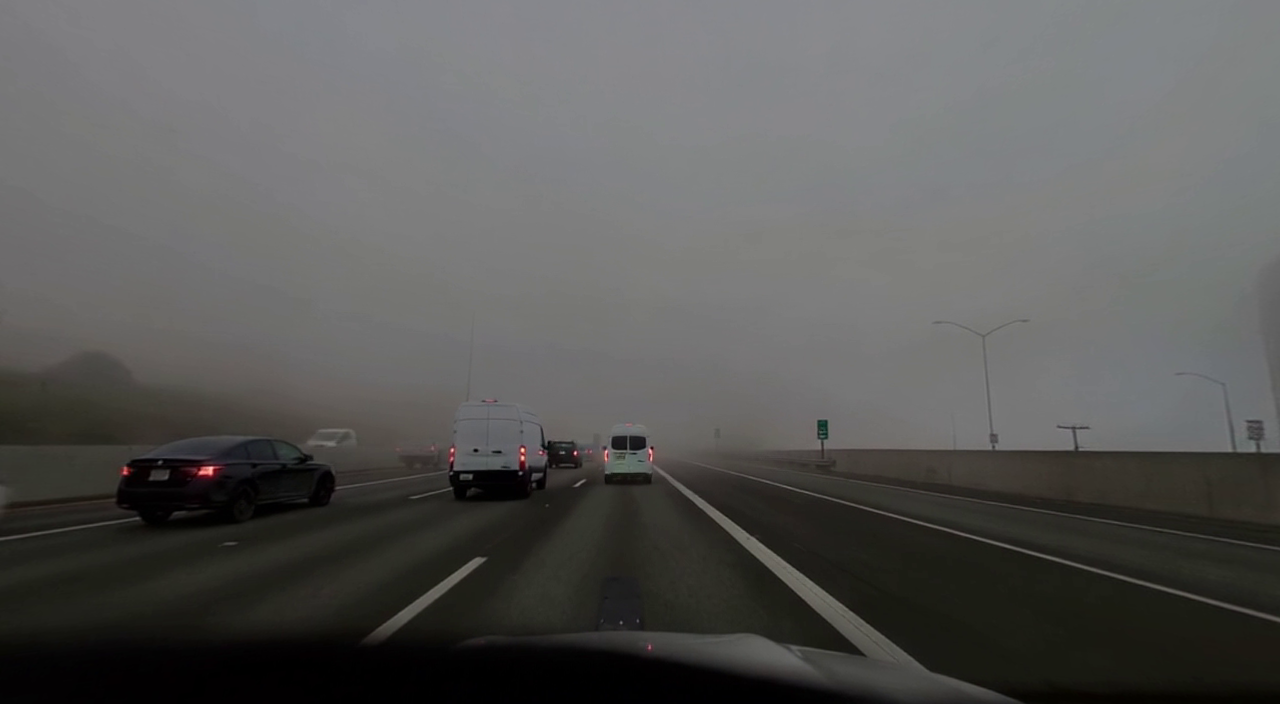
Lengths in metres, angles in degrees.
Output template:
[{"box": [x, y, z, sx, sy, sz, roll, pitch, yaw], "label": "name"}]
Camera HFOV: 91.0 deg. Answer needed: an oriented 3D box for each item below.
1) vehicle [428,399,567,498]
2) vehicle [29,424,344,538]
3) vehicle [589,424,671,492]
[{"box": [-3.642, 2.682, 17.619, 2.504, 2.276, 5.933, 0, -9, 0], "label": "vehicle"}, {"box": [-7.111, 2.067, 10.697, 1.959, 1.493, 4.575, 0, -9, 0], "label": "vehicle"}, {"box": [-0.263, 3.173, 19.103, 2.207, 1.807, 4.199, 0, -9, 0], "label": "vehicle"}]
